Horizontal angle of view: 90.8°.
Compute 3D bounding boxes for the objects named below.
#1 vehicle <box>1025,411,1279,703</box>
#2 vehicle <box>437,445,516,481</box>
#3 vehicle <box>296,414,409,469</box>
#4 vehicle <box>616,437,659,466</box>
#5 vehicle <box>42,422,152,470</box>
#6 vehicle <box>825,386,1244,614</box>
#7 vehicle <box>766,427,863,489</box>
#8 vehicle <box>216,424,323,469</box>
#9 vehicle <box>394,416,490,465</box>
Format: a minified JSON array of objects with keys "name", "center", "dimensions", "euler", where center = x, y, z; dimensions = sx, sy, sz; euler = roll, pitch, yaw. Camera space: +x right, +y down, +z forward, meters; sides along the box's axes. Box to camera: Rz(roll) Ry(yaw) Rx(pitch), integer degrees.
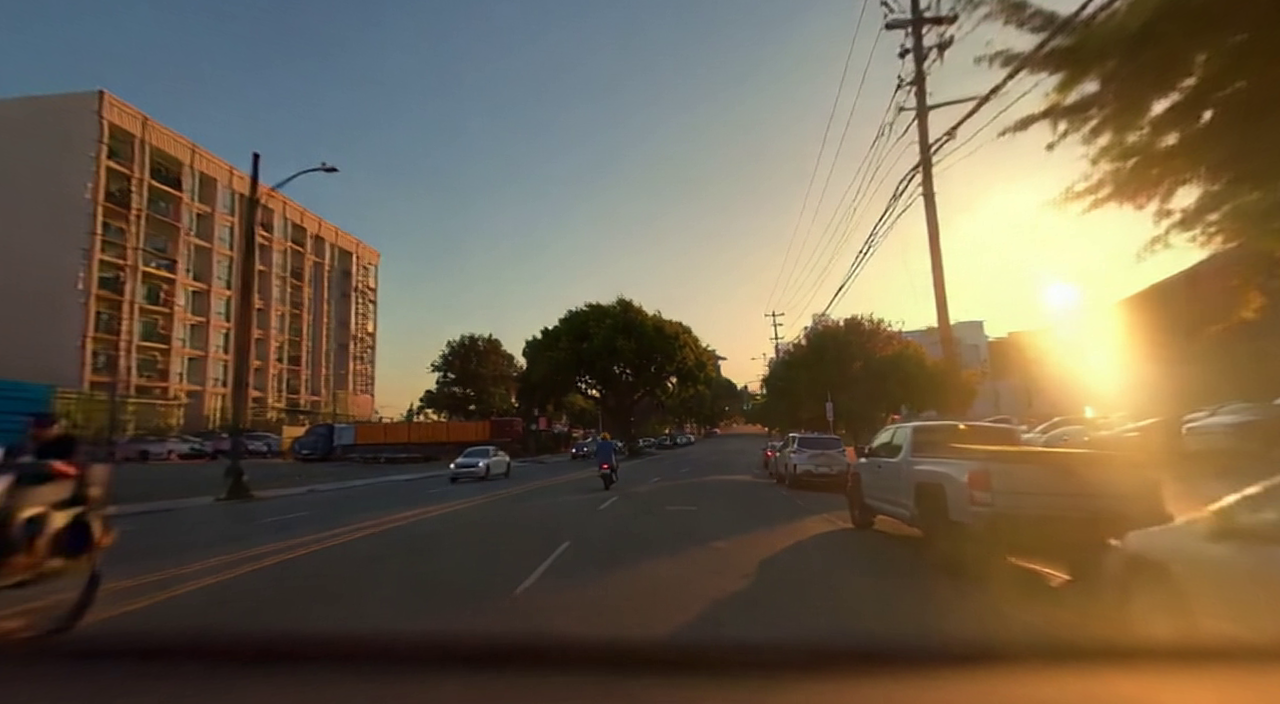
[{"name":"vehicle","center":[3.727,0.930,2.298],"dimensions":[1.826,1.469,4.608],"euler":[0,-8,1]},{"name":"vehicle","center":[-7.614,5.184,29.924],"dimensions":[1.905,1.536,4.714],"euler":[-1,-8,8]},{"name":"vehicle","center":[-19.861,6.246,44.473],"dimensions":[3.283,3.441,8.669],"euler":[-2,-8,5]},{"name":"vehicle","center":[-0.074,5.912,37.661],"dimensions":[1.925,1.602,4.090],"euler":[-2,-8,9]},{"name":"vehicle","center":[-42.417,7.387,49.780],"dimensions":[3.045,3.446,8.002],"euler":[2,-8,-14]},{"name":"vehicle","center":[3.978,1.572,7.841],"dimensions":[2.171,1.832,5.180],"euler":[-1,-8,5]},{"name":"vehicle","center":[5.722,3.538,21.486],"dimensions":[2.387,1.820,5.286],"euler":[-1,-8,7]},{"name":"vehicle","center":[-26.033,6.674,44.822],"dimensions":[2.933,2.907,6.416],"euler":[-2,-8,10]},{"name":"vehicle","center":[-13.867,6.376,45.361],"dimensions":[2.990,3.144,9.080],"euler":[-1,-8,7]}]
